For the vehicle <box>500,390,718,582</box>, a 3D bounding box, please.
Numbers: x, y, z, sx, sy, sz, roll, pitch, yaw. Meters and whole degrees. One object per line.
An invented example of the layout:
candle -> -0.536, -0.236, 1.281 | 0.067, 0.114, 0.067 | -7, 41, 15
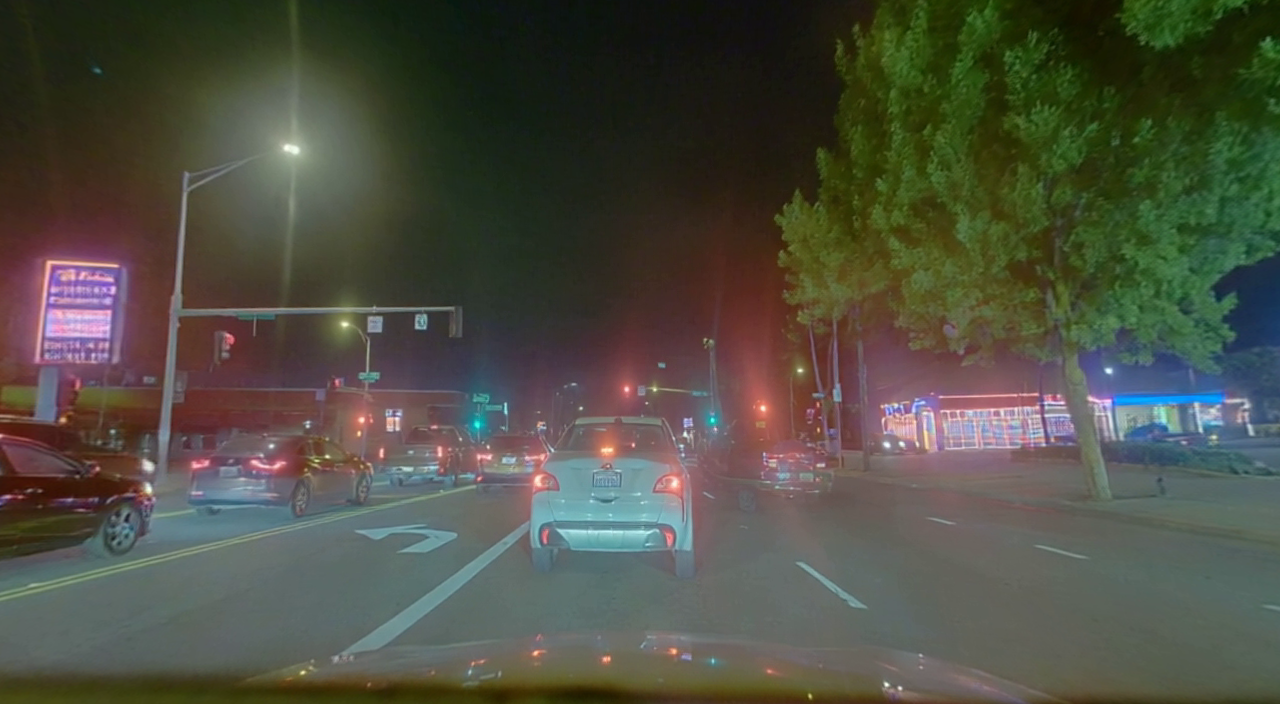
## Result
vehicle -> -0.318, 1.597, 8.235 | 2.064, 1.817, 4.298 | 0, -8, -1

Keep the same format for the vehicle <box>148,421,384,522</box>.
vehicle -> -7.151, 2.324, 12.779 | 1.941, 1.655, 4.503 | 0, -8, 1

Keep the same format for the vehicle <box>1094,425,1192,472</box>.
vehicle -> 19.225, 3.660, 24.044 | 4.156, 1.622, 1.924 | 7, -11, -39

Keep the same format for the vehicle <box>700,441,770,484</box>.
vehicle -> 3.426, 4.048, 23.510 | 2.023, 1.441, 4.240 | 0, -8, 1

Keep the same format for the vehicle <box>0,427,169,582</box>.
vehicle -> -6.963, 1.422, 5.849 | 1.831, 1.451, 4.382 | 0, -8, -1

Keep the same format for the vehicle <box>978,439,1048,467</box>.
vehicle -> 20.089, 5.404, 33.936 | 3.836, 1.443, 1.694 | 5, -10, -35

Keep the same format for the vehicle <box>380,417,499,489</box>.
vehicle -> -6.481, 3.332, 21.023 | 2.496, 2.112, 4.351 | 0, -8, 0

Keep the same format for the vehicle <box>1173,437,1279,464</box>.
vehicle -> 29.706, 4.946, 31.677 | 4.176, 1.313, 1.719 | 0, -8, 2

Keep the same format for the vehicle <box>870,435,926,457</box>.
vehicle -> 20.088, 7.318, 49.052 | 4.361, 1.653, 2.034 | 6, -11, -37
